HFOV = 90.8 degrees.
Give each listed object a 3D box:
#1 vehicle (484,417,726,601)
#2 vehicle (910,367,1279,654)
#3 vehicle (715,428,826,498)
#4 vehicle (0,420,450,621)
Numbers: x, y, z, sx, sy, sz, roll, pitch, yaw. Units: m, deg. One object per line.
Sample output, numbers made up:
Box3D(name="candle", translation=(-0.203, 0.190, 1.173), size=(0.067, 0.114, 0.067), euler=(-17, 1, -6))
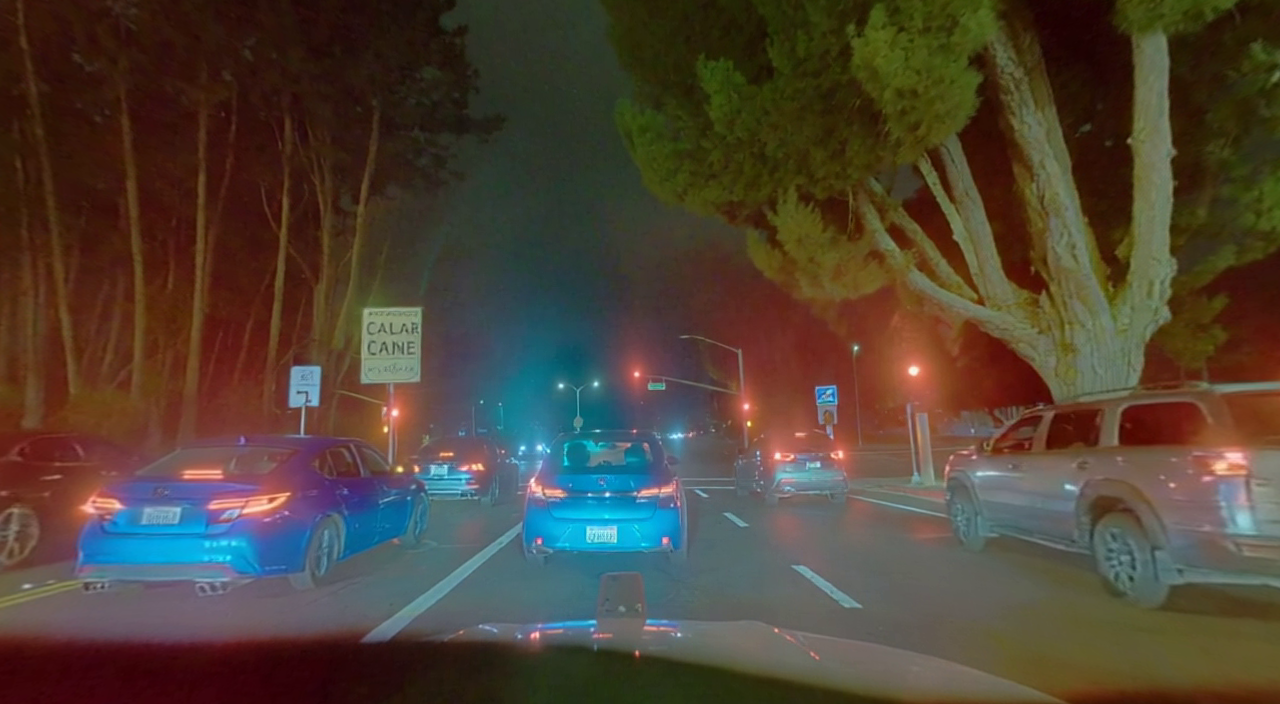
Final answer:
Box3D(name="vehicle", translation=(-0.353, 1.640, 7.508), size=(2.045, 1.533, 4.183), euler=(0, -8, -2))
Box3D(name="vehicle", translation=(4.775, 1.295, 6.228), size=(2.038, 1.750, 4.535), euler=(0, -8, -2))
Box3D(name="vehicle", translation=(3.437, 3.003, 17.513), size=(2.028, 1.678, 4.220), euler=(0, -8, -2))
Box3D(name="vehicle", translation=(-3.811, 1.588, 6.985), size=(2.074, 1.485, 4.395), euler=(0, -8, 0))
